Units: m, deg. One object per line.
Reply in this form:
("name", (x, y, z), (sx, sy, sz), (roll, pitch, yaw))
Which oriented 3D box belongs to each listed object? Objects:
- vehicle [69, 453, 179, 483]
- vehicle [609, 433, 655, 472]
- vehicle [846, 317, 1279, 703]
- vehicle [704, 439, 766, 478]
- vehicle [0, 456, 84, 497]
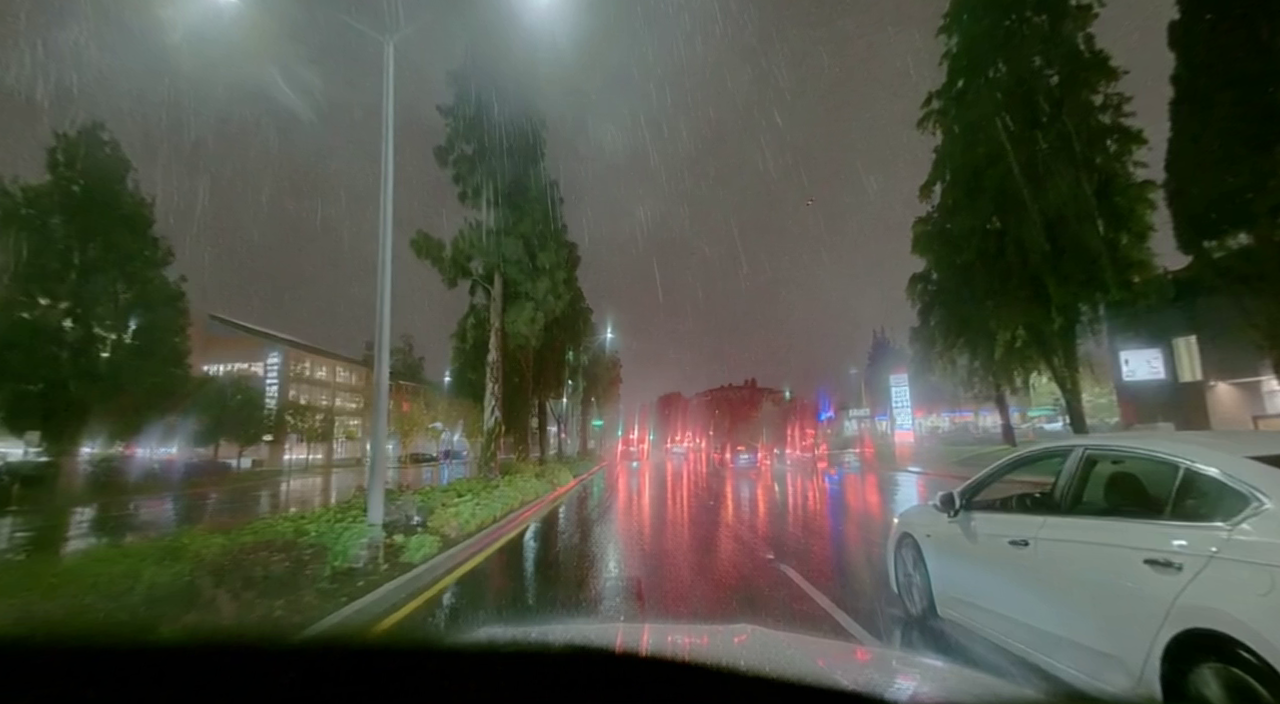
("vehicle", (-30.876, 6.908, 37.882), (4.678, 1.692, 2.118), (0, -8, 0))
("vehicle", (-0.377, 4.939, 31.248), (2.106, 1.798, 4.168), (0, -8, 0))
("vehicle", (2.993, 0.959, 3.466), (2.153, 1.658, 4.485), (0, -8, -1))
("vehicle", (3.775, 4.303, 25.843), (1.883, 1.452, 4.258), (0, -8, 0))
("vehicle", (-28.476, 5.668, 28.949), (1.973, 1.659, 4.397), (0, -8, -2))
